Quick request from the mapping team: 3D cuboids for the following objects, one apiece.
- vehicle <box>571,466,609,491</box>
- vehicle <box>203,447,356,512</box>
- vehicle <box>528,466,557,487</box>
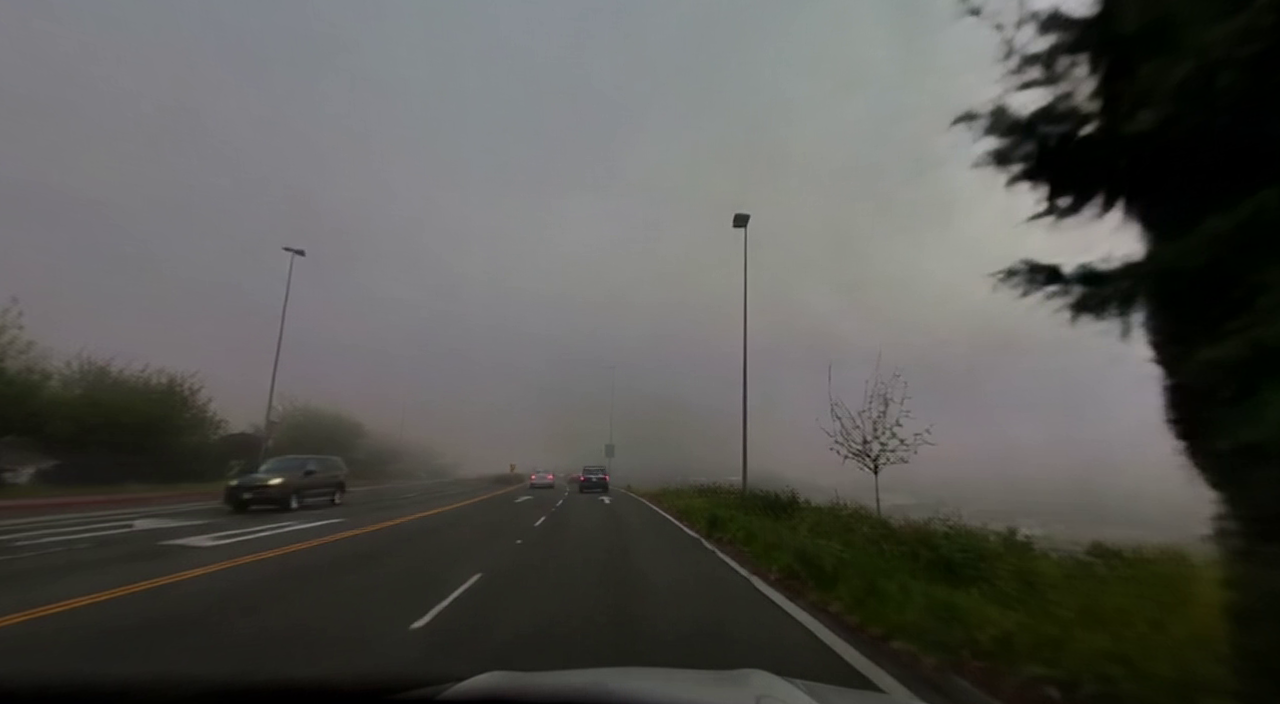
[{"bbox_3d":[-3.336,8.232,41.130,2.129,1.471,4.258,3,-10,-8],"label":"vehicle"},{"bbox_3d":[-10.703,3.844,19.202,2.183,1.665,4.498,2,-10,-4],"label":"vehicle"},{"bbox_3d":[-7.458,9.473,48.226,2.030,1.441,4.806,3,-10,-8],"label":"vehicle"}]
